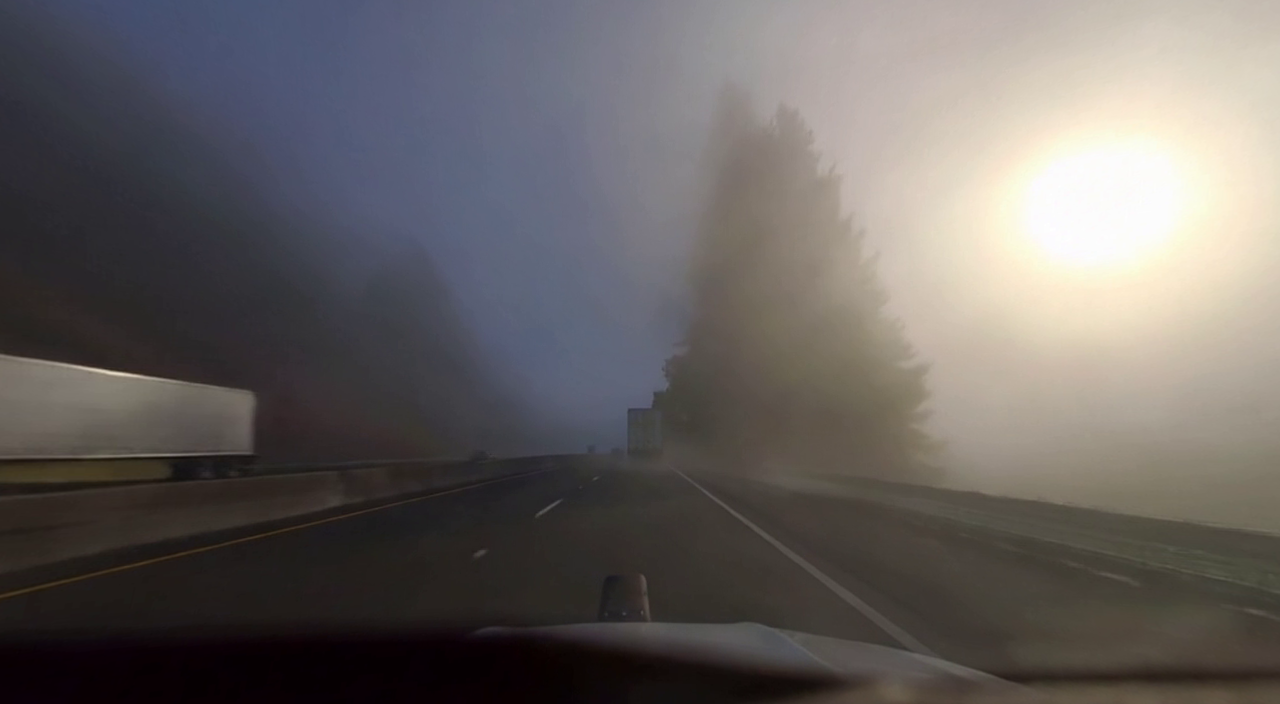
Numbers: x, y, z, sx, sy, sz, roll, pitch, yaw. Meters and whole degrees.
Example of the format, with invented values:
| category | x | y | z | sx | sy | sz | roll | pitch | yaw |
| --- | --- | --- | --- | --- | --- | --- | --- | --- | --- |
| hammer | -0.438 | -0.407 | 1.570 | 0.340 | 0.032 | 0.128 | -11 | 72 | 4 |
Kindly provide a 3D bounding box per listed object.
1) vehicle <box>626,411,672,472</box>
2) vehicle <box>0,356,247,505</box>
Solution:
| category | x | y | z | sx | sy | sz | roll | pitch | yaw |
| --- | --- | --- | --- | --- | --- | --- | --- | --- | --- |
| vehicle | 0.641 | 6.726 | 46.780 | 3.024 | 3.965 | 10.399 | 0 | -9 | 0 |
| vehicle | -16.998 | 2.647 | 20.483 | 2.841 | 3.830 | 8.307 | 0 | -9 | 1 |
